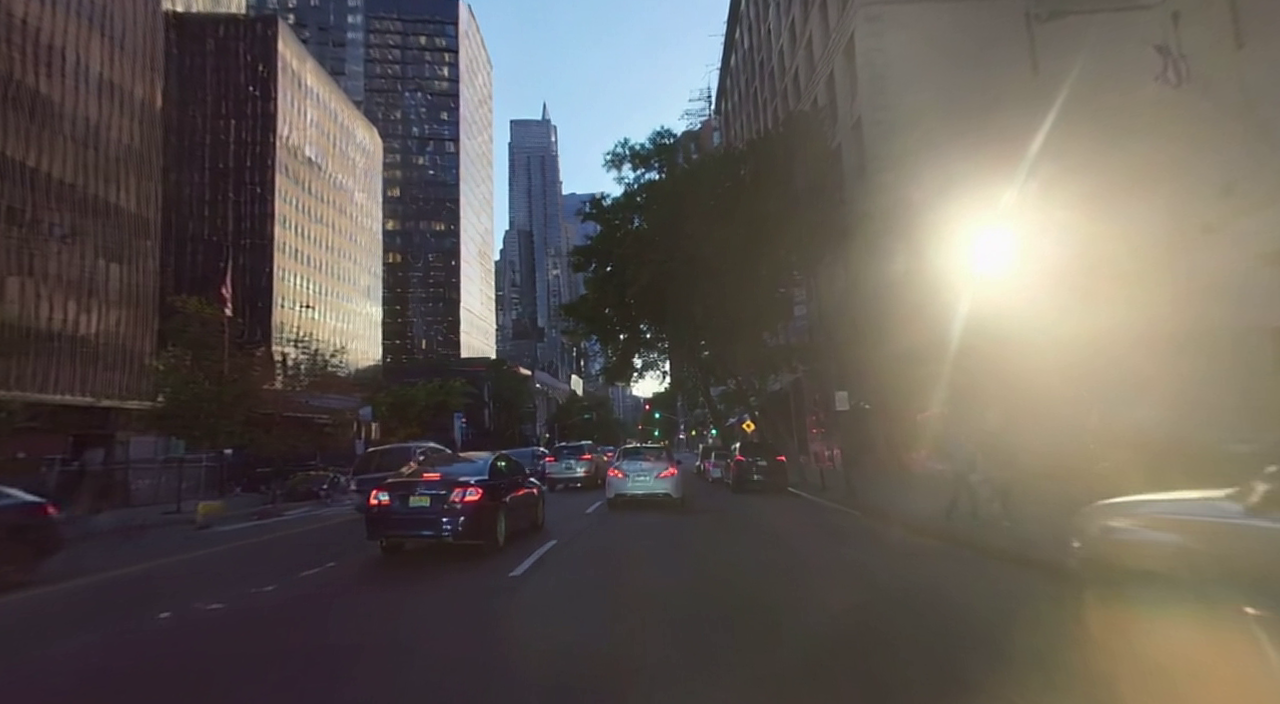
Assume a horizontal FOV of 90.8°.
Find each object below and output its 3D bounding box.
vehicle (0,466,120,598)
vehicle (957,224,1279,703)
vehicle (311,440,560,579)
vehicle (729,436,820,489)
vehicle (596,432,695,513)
[{"bbox_3d":[-8.729,2.109,6.973,1.920,1.492,4.624,1,-8,2],"label":"vehicle"},{"bbox_3d":[2.994,0.516,1.114,2.352,1.953,4.798,0,-8,0],"label":"vehicle"},{"bbox_3d":[-2.501,2.031,9.068,1.940,1.481,4.376,-1,-8,3],"label":"vehicle"},{"bbox_3d":[4.101,3.408,19.965,2.065,1.461,4.181,0,-8,1],"label":"vehicle"},{"bbox_3d":[0.207,2.820,15.259,2.076,1.667,3.948,0,-8,2],"label":"vehicle"}]
